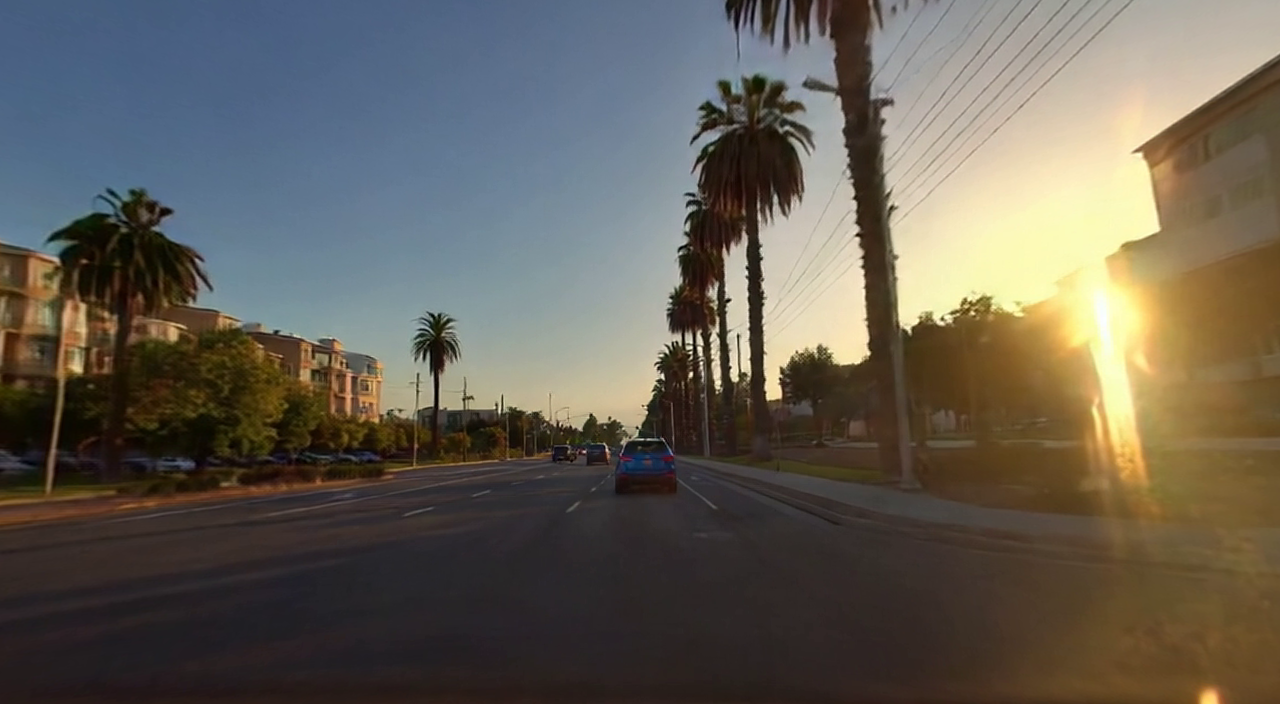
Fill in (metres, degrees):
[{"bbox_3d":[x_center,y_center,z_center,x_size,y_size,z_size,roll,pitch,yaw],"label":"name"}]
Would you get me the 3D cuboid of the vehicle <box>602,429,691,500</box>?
[{"bbox_3d":[0.142,3.095,17.682,2.198,1.706,4.166,0,-9,-1],"label":"vehicle"}]
